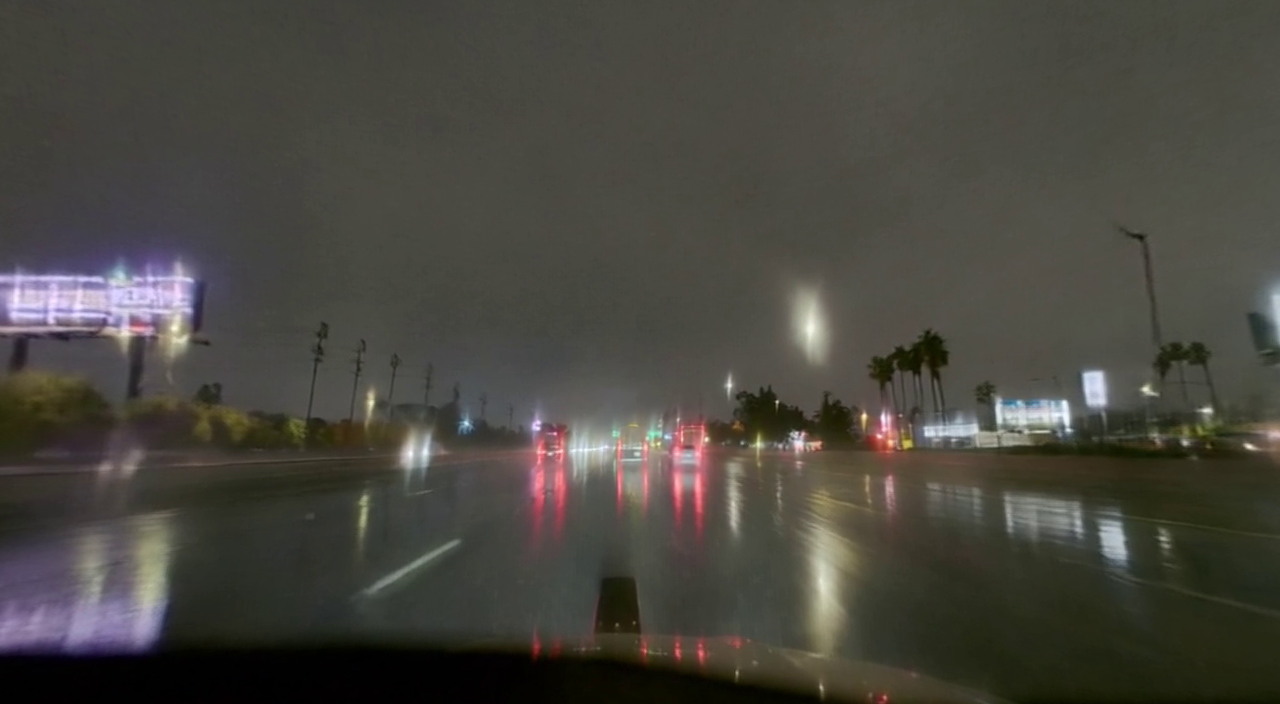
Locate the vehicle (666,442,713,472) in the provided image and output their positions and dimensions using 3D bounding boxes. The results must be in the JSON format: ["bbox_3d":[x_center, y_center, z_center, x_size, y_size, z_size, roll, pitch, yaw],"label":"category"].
[{"bbox_3d":[2.796,6.042,36.578,2.175,1.598,4.584,0,-8,-2],"label":"vehicle"}]

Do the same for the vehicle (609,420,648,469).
[{"bbox_3d":[-0.780,6.156,42.007,2.364,2.953,6.495,0,-8,-2],"label":"vehicle"}]

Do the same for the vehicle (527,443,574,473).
[{"bbox_3d":[-4.967,5.940,35.708,2.021,1.598,4.887,0,-8,-1],"label":"vehicle"}]
